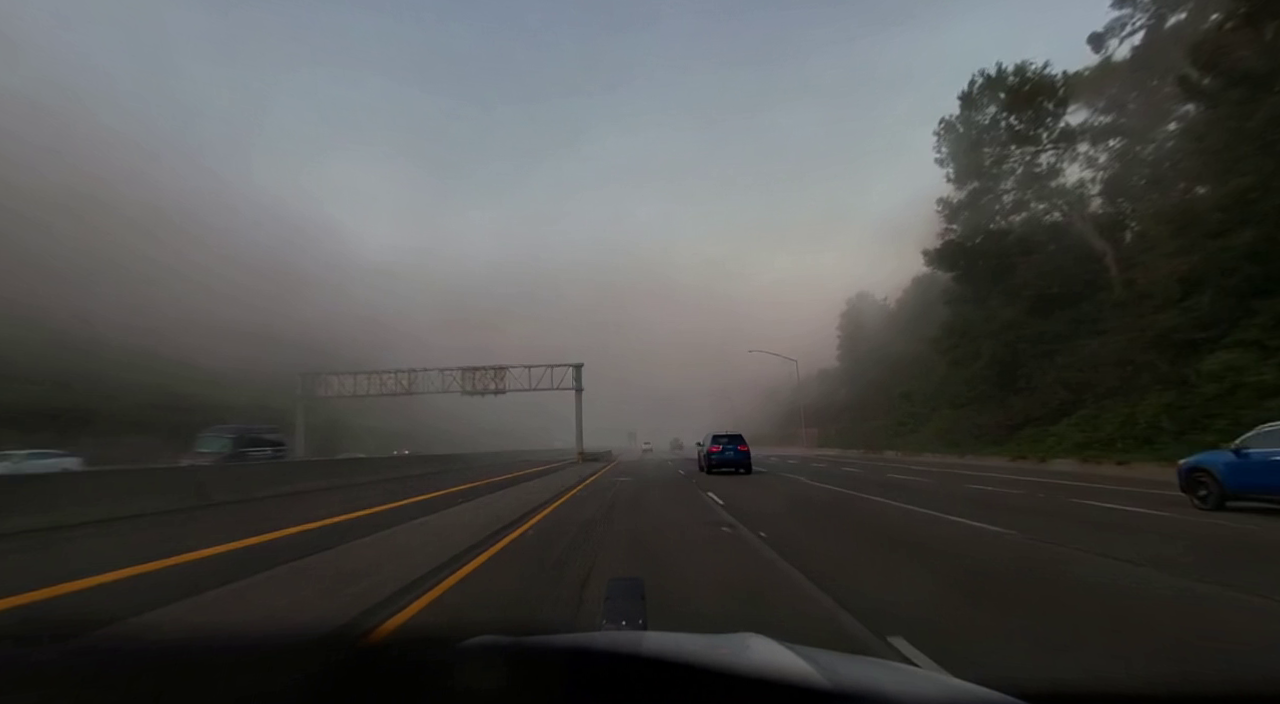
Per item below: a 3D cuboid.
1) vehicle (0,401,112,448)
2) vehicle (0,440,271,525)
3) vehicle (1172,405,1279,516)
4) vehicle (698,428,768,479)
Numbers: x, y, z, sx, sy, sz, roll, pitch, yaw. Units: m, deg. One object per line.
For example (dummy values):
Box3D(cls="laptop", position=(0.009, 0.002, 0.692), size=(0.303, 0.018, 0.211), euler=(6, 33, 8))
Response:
Box3D(cls="vehicle", position=(-19.477, 2.317, 19.671), size=(1.964, 1.330, 4.740), euler=(-1, -8, -1))
Box3D(cls="vehicle", position=(-19.456, 4.409, 22.908), size=(2.936, 2.335, 15.693), euler=(-1, -8, -1))
Box3D(cls="vehicle", position=(10.865, 1.589, 9.242), size=(2.056, 1.689, 4.625), euler=(-1, -8, 0))
Box3D(cls="vehicle", position=(3.655, 4.068, 25.550), size=(2.120, 1.832, 4.287), euler=(-1, -8, -1))
